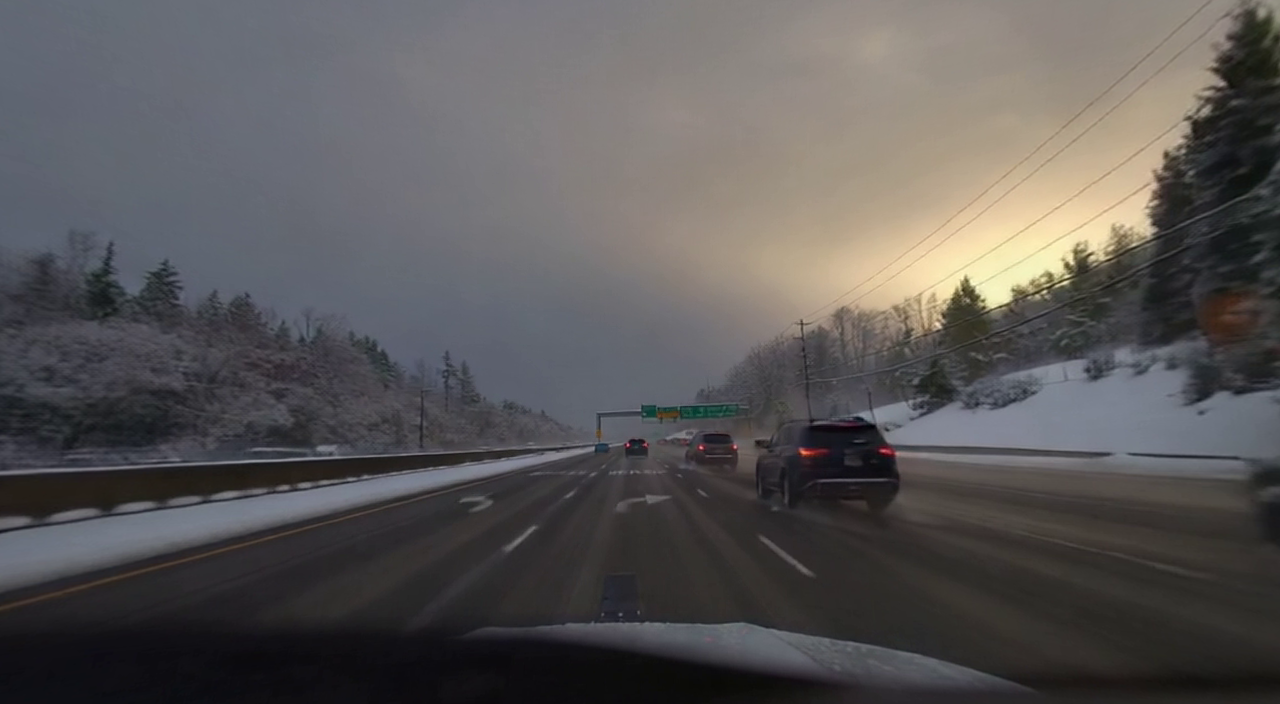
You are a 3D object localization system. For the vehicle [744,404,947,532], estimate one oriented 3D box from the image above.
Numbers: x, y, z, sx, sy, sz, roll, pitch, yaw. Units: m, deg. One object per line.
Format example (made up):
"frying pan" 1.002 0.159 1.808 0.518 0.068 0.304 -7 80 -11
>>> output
"vehicle" 3.481 2.086 11.866 2.095 1.886 4.727 0 -8 -2

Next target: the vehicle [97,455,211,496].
"vehicle" -22.878 5.777 29.897 1.912 1.694 4.479 0 -8 -2

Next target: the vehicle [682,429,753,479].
"vehicle" 3.018 4.134 25.653 2.152 1.821 4.853 0 -8 -2

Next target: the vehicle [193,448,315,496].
"vehicle" -15.463 4.788 25.570 1.944 1.747 4.657 0 -8 1

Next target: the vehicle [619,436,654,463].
"vehicle" -0.278 6.906 44.636 2.314 1.796 4.254 0 -8 -1
